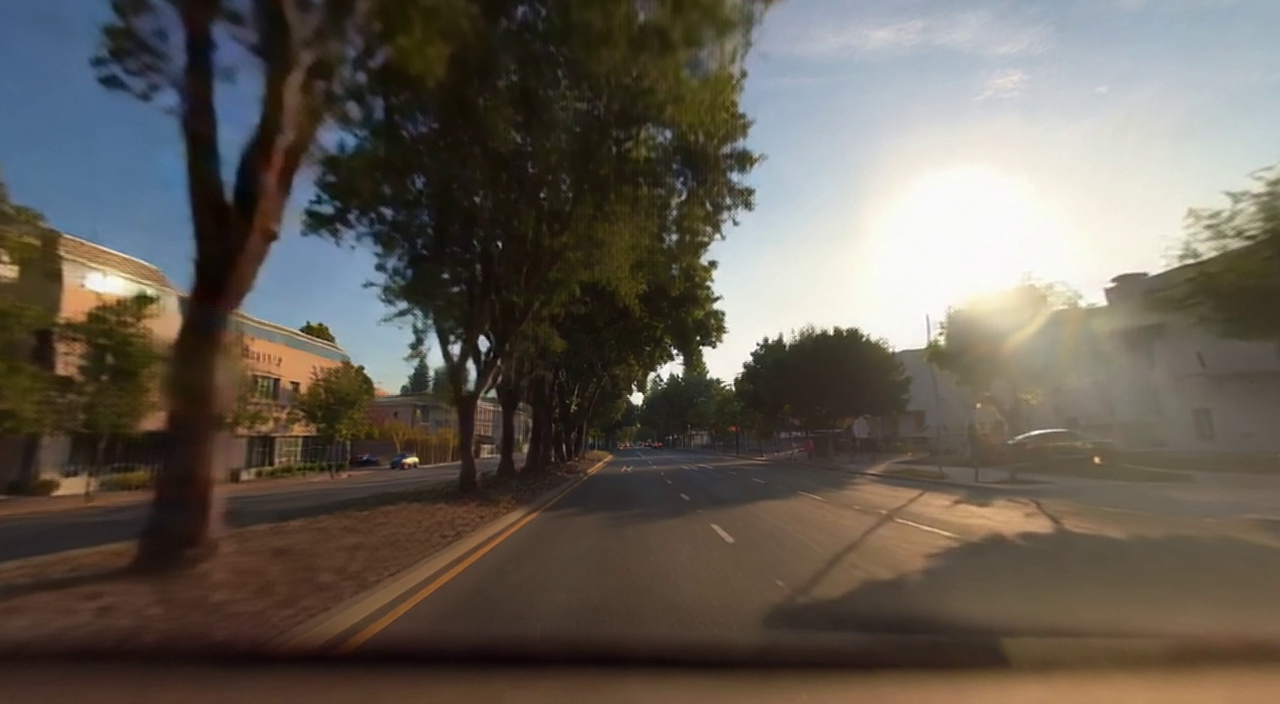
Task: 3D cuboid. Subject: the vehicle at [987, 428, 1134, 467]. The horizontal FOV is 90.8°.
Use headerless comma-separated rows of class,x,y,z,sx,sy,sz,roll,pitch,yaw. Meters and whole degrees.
vehicle,16.939,3.876,25.615,4.505,1.498,2.068,0,-8,-3
